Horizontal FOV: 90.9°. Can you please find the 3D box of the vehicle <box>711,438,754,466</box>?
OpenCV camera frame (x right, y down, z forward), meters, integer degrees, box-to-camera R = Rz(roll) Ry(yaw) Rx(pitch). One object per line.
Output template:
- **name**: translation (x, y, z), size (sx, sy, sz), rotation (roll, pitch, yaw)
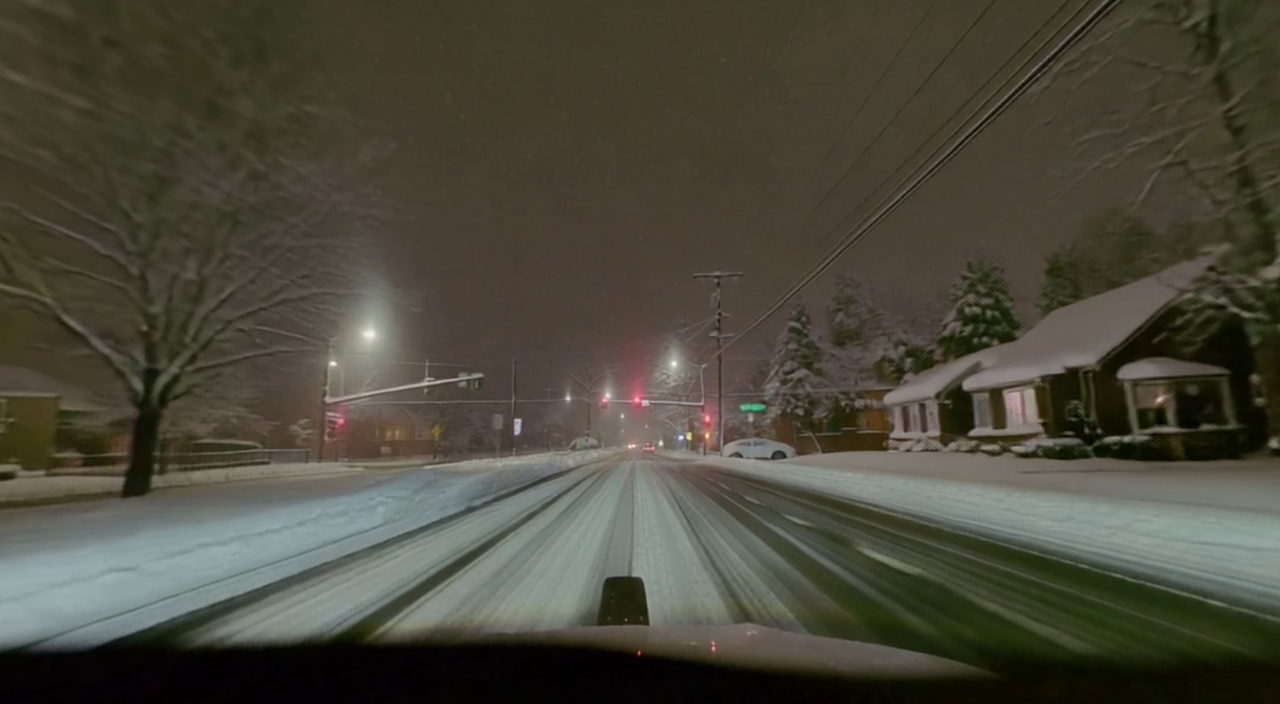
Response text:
- **vehicle**: translation (6.163, 6.754, 42.531), size (2.094, 1.766, 4.792), rotation (0, -9, 0)
